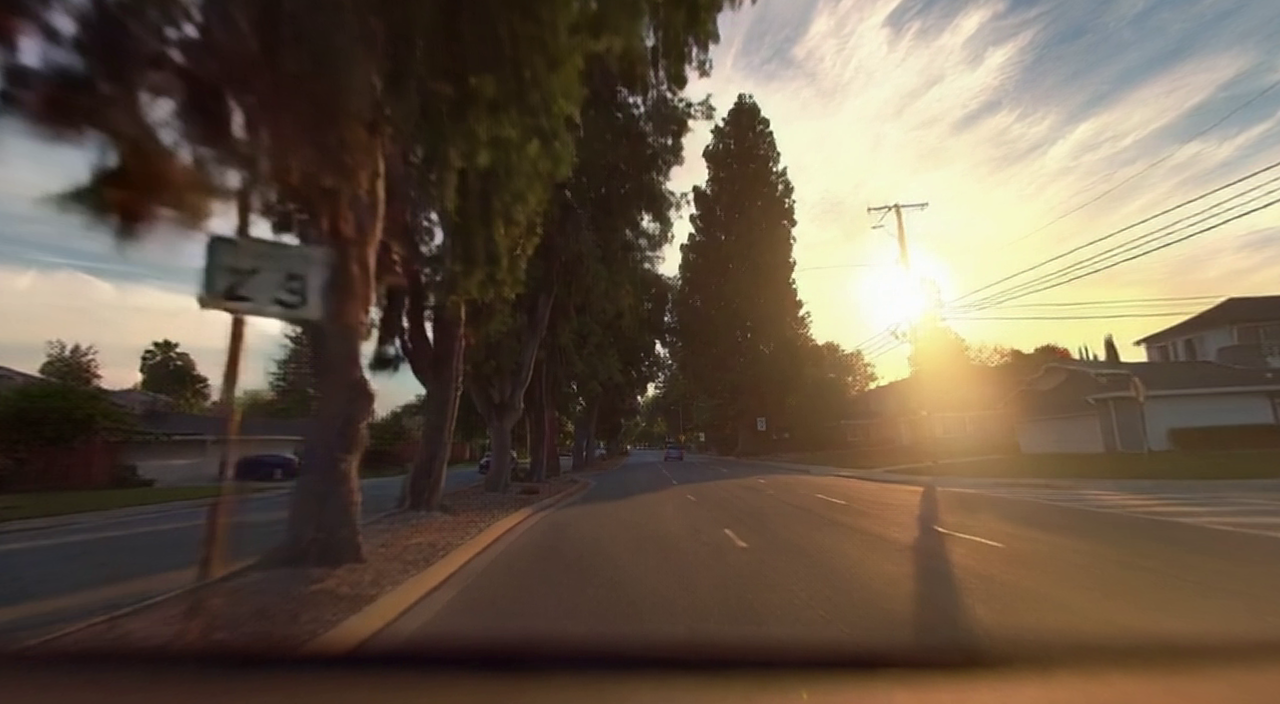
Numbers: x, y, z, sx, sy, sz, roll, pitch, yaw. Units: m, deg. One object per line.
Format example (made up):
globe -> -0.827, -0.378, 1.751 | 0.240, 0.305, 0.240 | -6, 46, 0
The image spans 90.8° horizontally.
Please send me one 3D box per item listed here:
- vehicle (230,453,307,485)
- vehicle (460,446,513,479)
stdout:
vehicle -> -21.704, 6.821, 37.140 | 1.860, 1.663, 4.418 | 0, -9, -1
vehicle -> -8.955, 6.475, 37.269 | 1.964, 1.722, 4.403 | -2, -9, 2
